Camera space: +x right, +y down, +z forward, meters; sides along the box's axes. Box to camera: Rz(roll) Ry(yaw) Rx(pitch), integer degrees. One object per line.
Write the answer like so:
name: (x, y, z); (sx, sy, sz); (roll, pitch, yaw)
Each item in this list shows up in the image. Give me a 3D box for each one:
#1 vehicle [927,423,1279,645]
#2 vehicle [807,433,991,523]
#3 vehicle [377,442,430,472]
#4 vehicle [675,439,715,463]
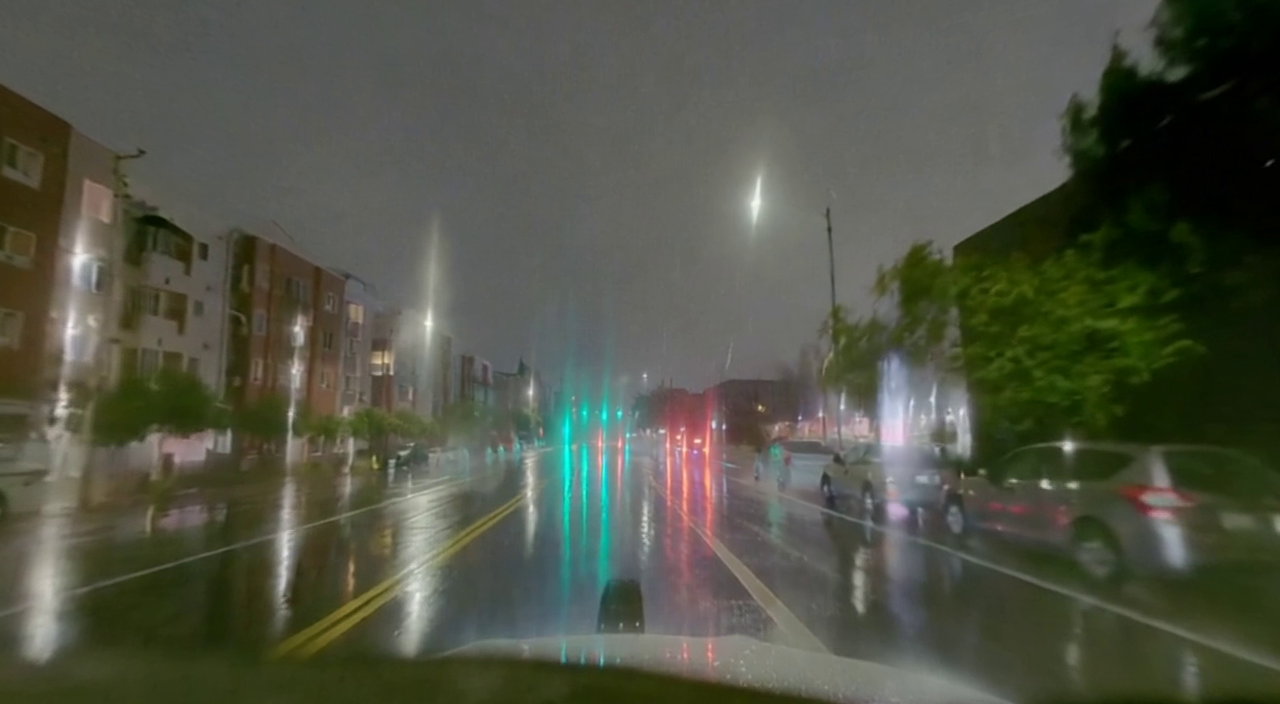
vehicle: (5.122, 1.574, 6.674); (2.049, 1.507, 4.585); (0, -8, 0)
vehicle: (4.866, 2.390, 12.616); (1.797, 1.486, 4.154); (0, -8, -2)
vehicle: (-14.400, 6.367, 38.705); (1.908, 1.694, 4.306); (1, -8, -5)
vehicle: (3.546, 6.483, 41.657); (2.085, 1.466, 4.276); (0, -8, -3)
